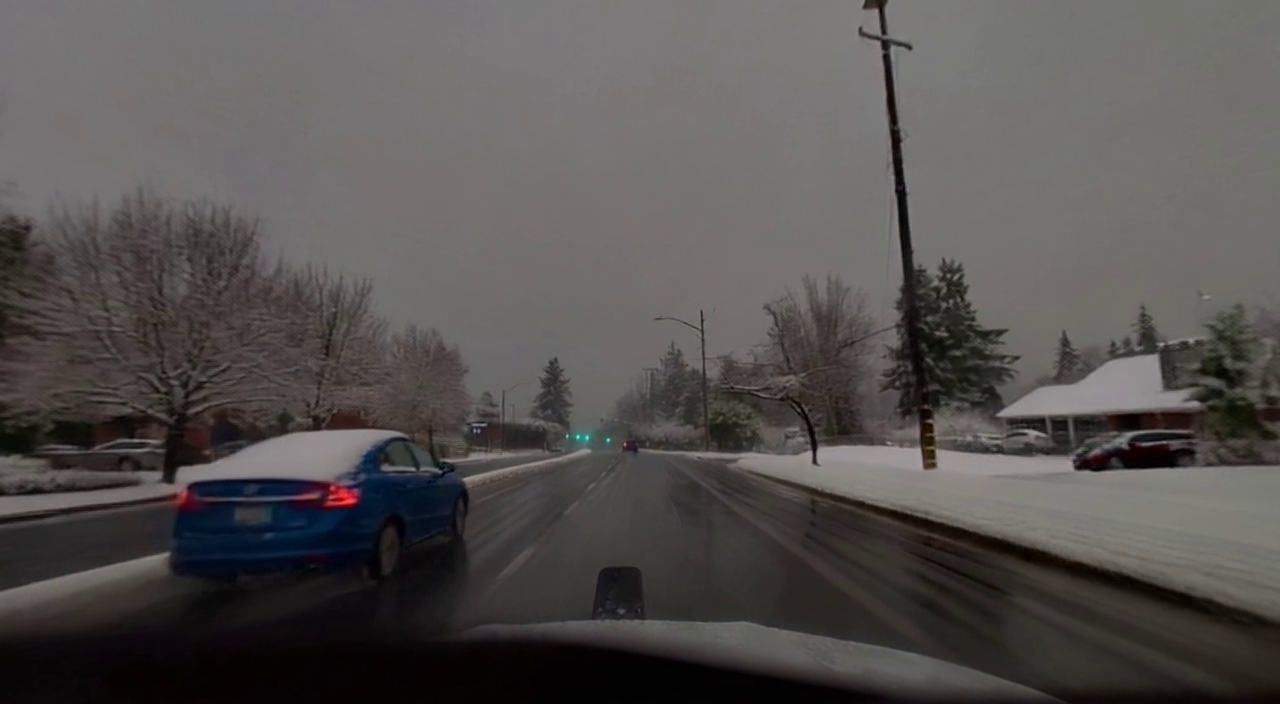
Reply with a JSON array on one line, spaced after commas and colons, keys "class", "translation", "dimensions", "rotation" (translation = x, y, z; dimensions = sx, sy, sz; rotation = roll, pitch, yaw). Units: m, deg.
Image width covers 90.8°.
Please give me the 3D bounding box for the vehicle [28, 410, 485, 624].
[{"class": "vehicle", "translation": [-3.233, 1.478, 6.634], "dimensions": [2.113, 1.493, 4.222], "rotation": [0, -8, 0]}]
